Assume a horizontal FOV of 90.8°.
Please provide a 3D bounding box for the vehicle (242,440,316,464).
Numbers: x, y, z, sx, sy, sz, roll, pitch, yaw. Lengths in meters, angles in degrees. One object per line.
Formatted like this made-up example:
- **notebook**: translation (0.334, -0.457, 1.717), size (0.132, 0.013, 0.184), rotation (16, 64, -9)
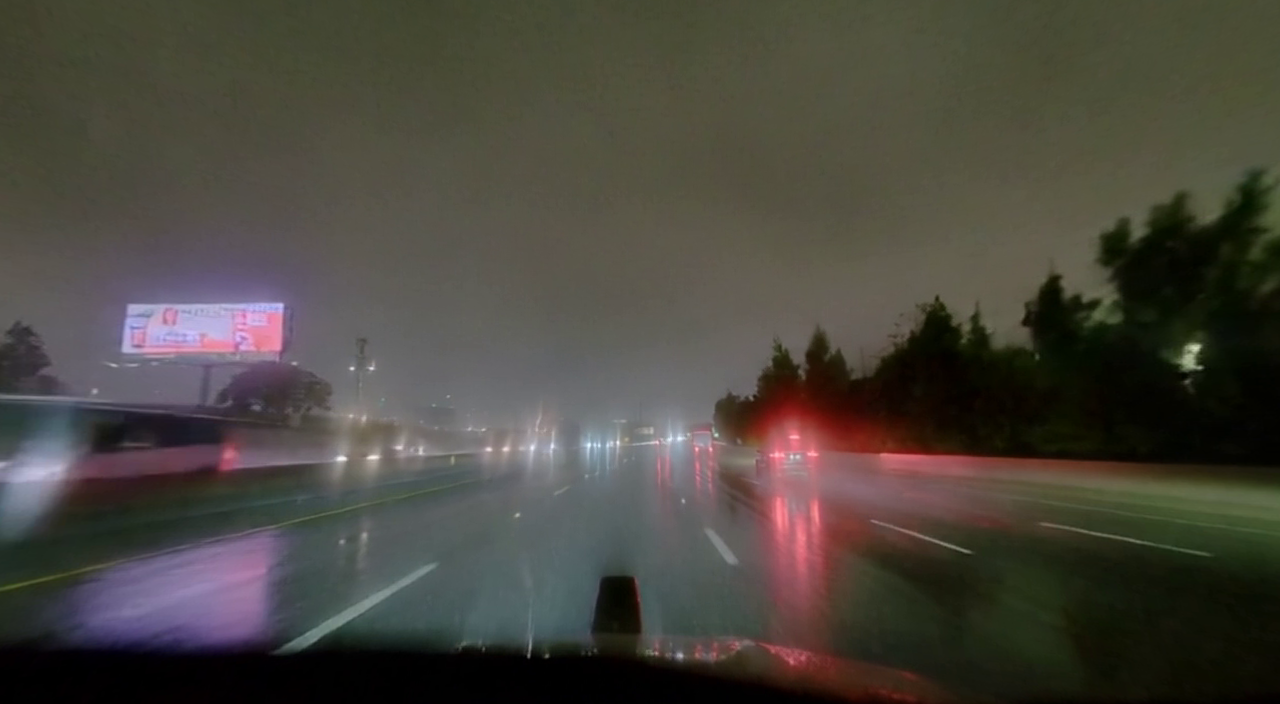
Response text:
- **vehicle**: translation (-22.607, 6.303, 39.759), size (1.867, 1.408, 4.507), rotation (0, -9, 2)

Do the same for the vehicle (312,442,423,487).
- **vehicle**: translation (-9.478, 3.937, 22.433), size (1.938, 1.430, 4.392), rotation (0, -9, 1)

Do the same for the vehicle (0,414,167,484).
- **vehicle**: translation (-19.495, 3.302, 21.633), size (2.235, 2.061, 5.495), rotation (0, -9, 1)
